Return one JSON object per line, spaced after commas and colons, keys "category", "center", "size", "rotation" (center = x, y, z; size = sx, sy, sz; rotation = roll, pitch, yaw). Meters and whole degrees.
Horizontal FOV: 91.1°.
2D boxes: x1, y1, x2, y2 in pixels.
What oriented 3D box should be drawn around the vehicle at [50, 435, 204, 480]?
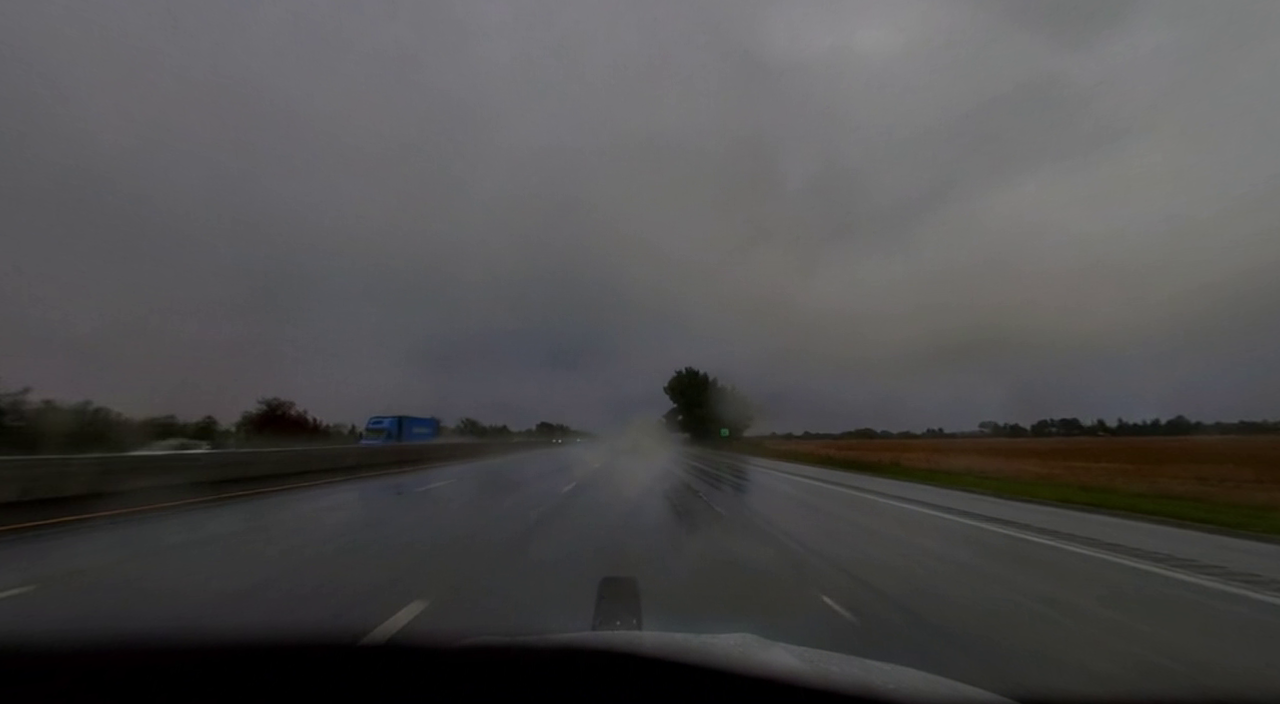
{"category": "vehicle", "center": [-19.499, 3.992, 24.256], "size": [2.031, 1.517, 4.707], "rotation": [0, -8, -1]}
